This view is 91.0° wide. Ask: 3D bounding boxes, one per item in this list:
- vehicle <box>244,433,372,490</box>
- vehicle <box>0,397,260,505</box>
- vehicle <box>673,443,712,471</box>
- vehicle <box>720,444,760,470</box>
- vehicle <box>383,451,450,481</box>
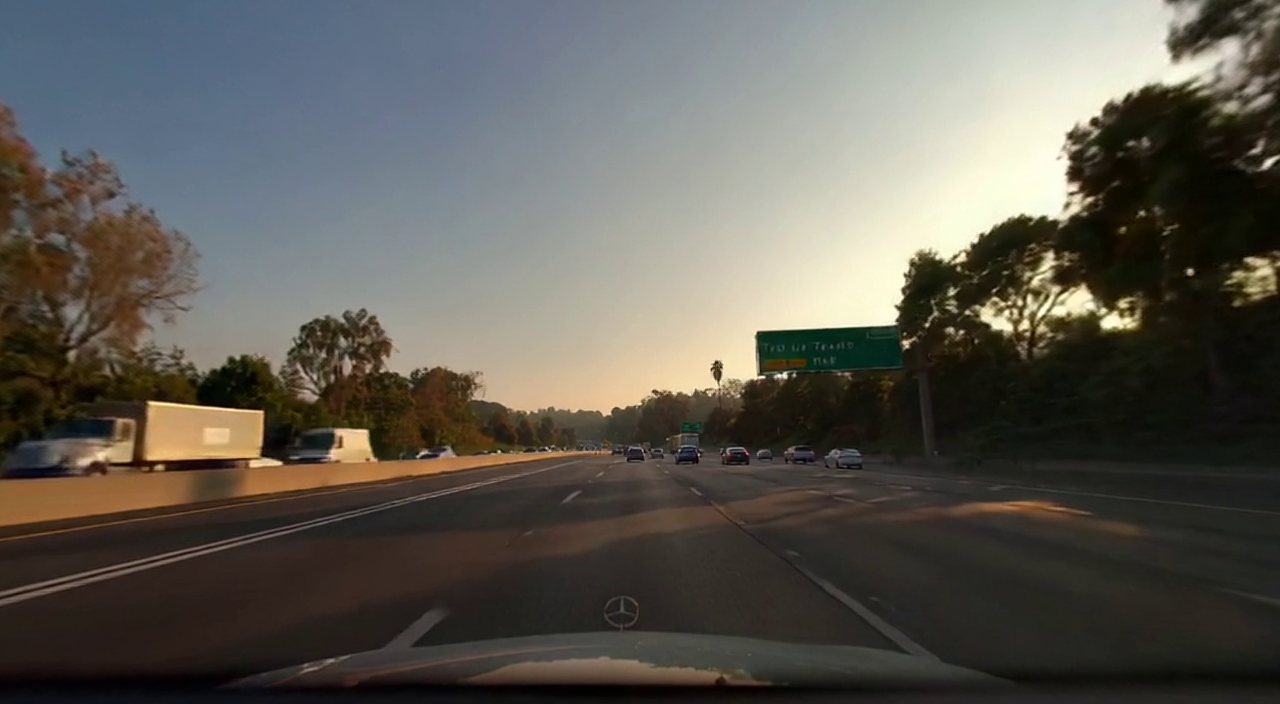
[{"bbox_3d":[-15.872,5.248,30.670,2.780,2.467,6.067,0,-8,1],"label":"vehicle"},{"bbox_3d":[-19.625,3.915,25.301,3.038,3.554,8.784,0,-8,0],"label":"vehicle"},{"bbox_3d":[3.329,6.719,40.632,2.035,1.704,3.867,0,-8,-2],"label":"vehicle"},{"bbox_3d":[6.807,7.161,43.098,1.902,1.623,4.360,0,-8,-2],"label":"vehicle"},{"bbox_3d":[-12.045,6.152,34.233,1.980,1.494,4.511,0,-8,0],"label":"vehicle"}]
